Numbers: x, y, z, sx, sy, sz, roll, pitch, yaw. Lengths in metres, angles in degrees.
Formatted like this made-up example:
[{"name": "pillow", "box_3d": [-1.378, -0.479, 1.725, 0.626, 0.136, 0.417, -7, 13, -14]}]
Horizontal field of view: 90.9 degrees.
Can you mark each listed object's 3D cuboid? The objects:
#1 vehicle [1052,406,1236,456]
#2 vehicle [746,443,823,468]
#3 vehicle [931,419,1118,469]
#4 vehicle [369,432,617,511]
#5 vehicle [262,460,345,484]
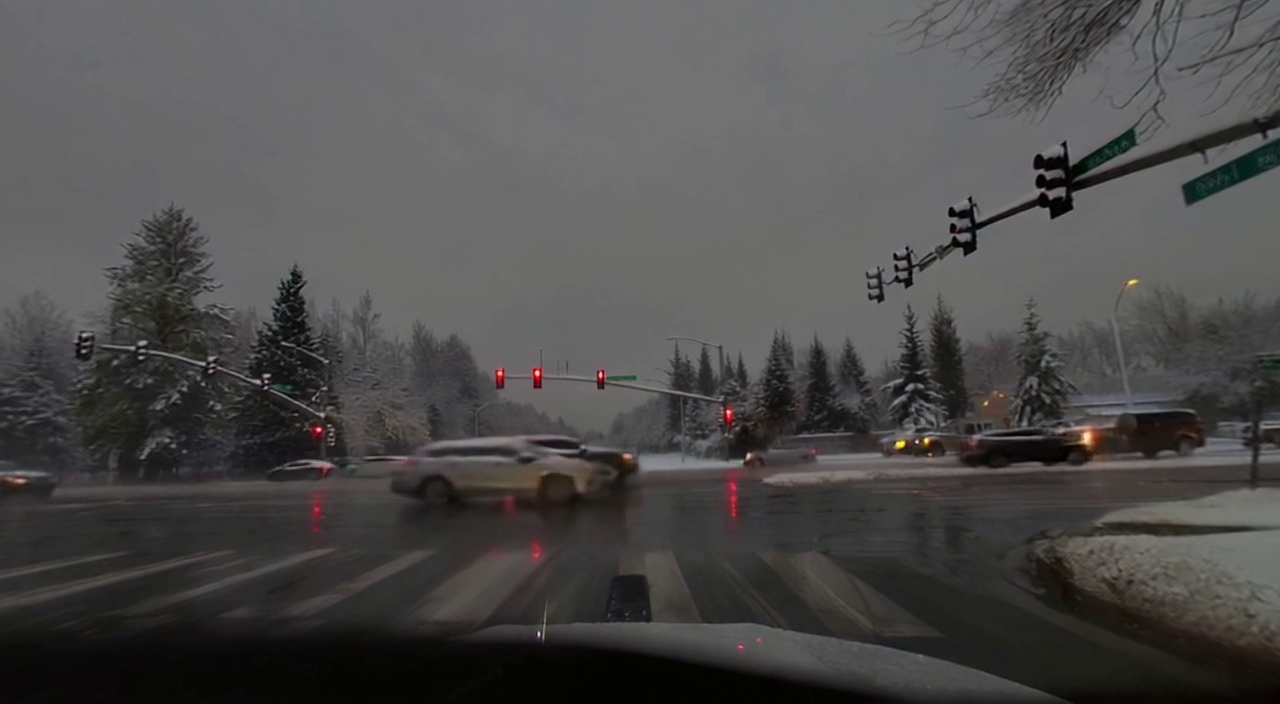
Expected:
[{"name": "vehicle", "box_3d": [18.868, 3.025, 23.829, 4.987, 1.780, 1.996, -1, -9, 6]}, {"name": "vehicle", "box_3d": [8.805, 6.372, 38.801, 4.377, 1.491, 1.734, -1, -9, 6]}, {"name": "vehicle", "box_3d": [11.949, 2.922, 19.886, 4.606, 1.479, 1.821, -1, -9, 6]}, {"name": "vehicle", "box_3d": [-2.993, 2.519, 13.479, 4.808, 1.517, 1.806, -1, -9, 6]}, {"name": "vehicle", "box_3d": [-22.520, 8.009, 42.264, 4.608, 1.481, 1.815, -2, -9, 5]}]
